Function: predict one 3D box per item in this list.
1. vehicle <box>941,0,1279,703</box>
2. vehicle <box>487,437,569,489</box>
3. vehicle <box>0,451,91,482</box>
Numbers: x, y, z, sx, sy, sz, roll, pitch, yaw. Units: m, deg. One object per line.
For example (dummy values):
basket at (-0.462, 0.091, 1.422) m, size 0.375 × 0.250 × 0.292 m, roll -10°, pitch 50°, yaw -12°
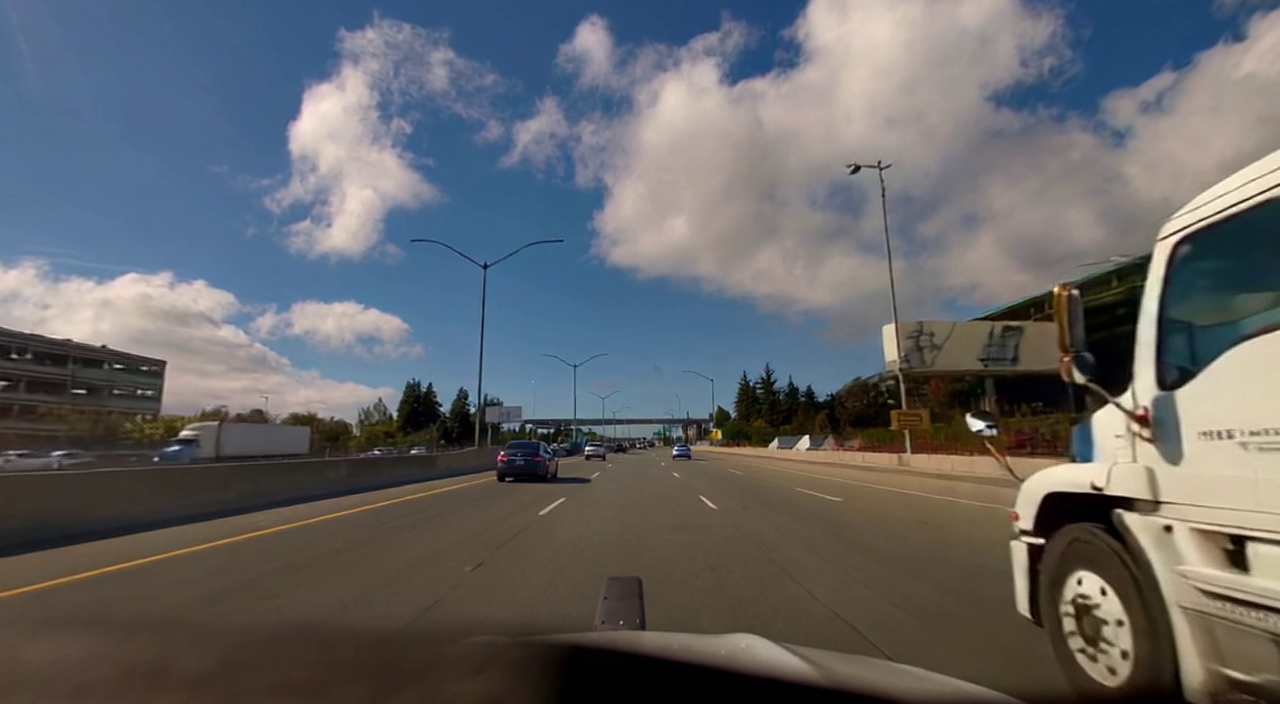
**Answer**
vehicle at (3.686, -0.349, 1.219) m, size 3.089 × 3.779 × 6.420 m, roll 0°, pitch -9°, yaw 2°
vehicle at (-3.613, 3.651, 21.061) m, size 1.954 × 1.528 × 4.010 m, roll 0°, pitch -9°, yaw 0°
vehicle at (-32.280, 6.056, 33.527) m, size 1.863 × 1.470 × 4.531 m, roll 0°, pitch -9°, yaw 1°
